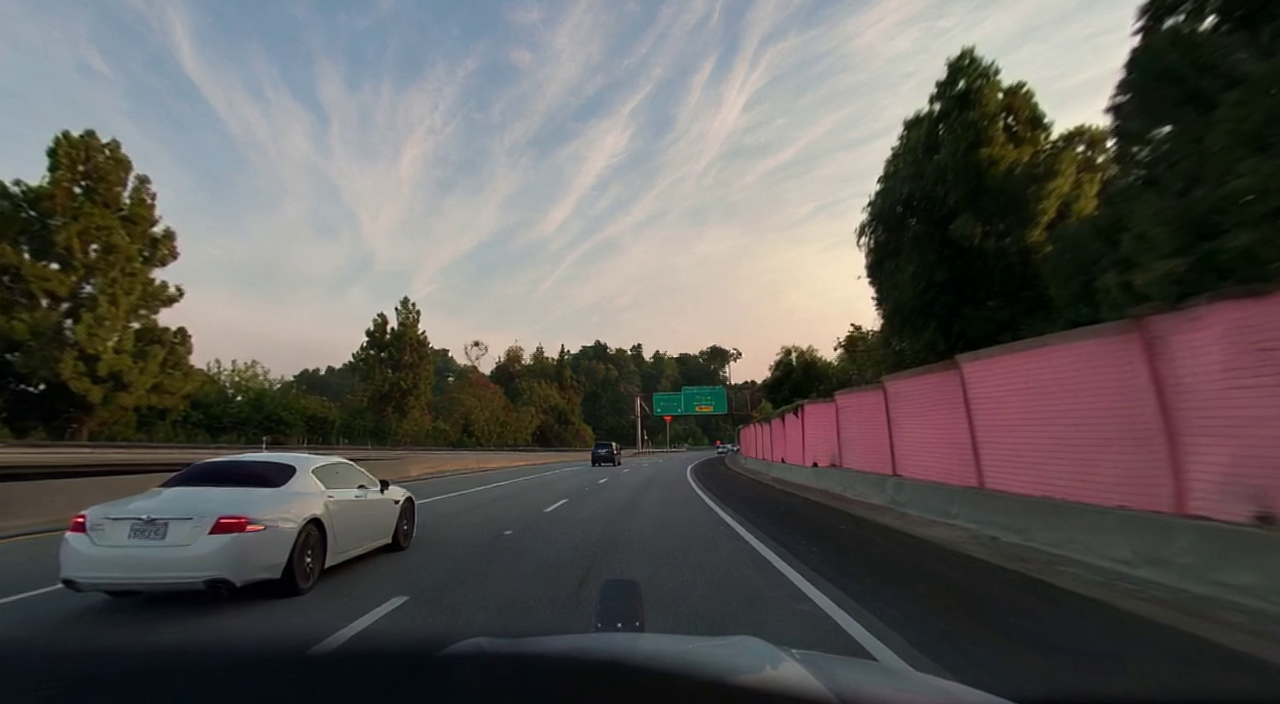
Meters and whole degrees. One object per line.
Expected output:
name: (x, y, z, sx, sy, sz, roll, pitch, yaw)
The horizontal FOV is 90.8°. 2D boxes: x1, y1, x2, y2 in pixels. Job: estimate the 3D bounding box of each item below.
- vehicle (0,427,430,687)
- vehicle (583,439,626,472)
vehicle: (-3.532, 1.458, 5.682, 1.746, 1.405, 4.339, 0, -9, 0)
vehicle: (-1.923, 5.773, 35.338, 1.833, 1.697, 3.984, -1, -9, 5)
